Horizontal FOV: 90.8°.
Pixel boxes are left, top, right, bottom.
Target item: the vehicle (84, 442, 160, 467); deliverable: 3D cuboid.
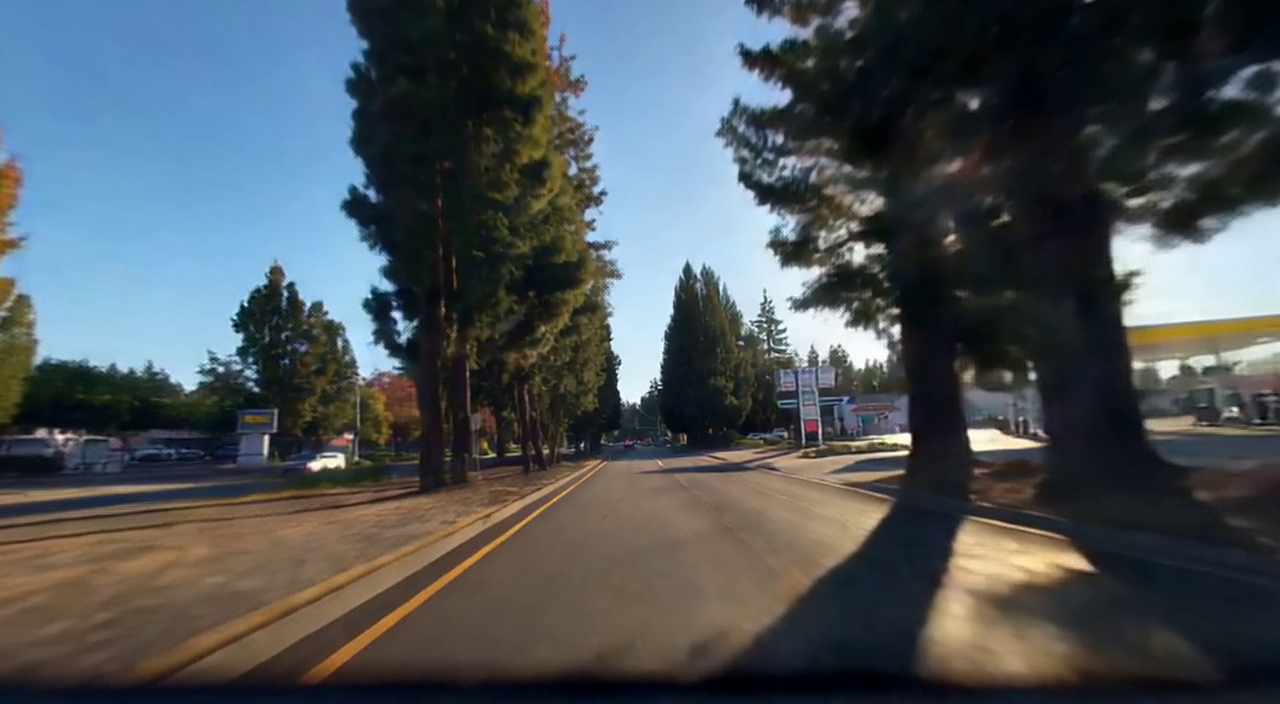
[{"bbox_3d":[-34.602,6.861,42.230,3.677,1.434,1.827,-4,-9,6],"label":"vehicle"}]
